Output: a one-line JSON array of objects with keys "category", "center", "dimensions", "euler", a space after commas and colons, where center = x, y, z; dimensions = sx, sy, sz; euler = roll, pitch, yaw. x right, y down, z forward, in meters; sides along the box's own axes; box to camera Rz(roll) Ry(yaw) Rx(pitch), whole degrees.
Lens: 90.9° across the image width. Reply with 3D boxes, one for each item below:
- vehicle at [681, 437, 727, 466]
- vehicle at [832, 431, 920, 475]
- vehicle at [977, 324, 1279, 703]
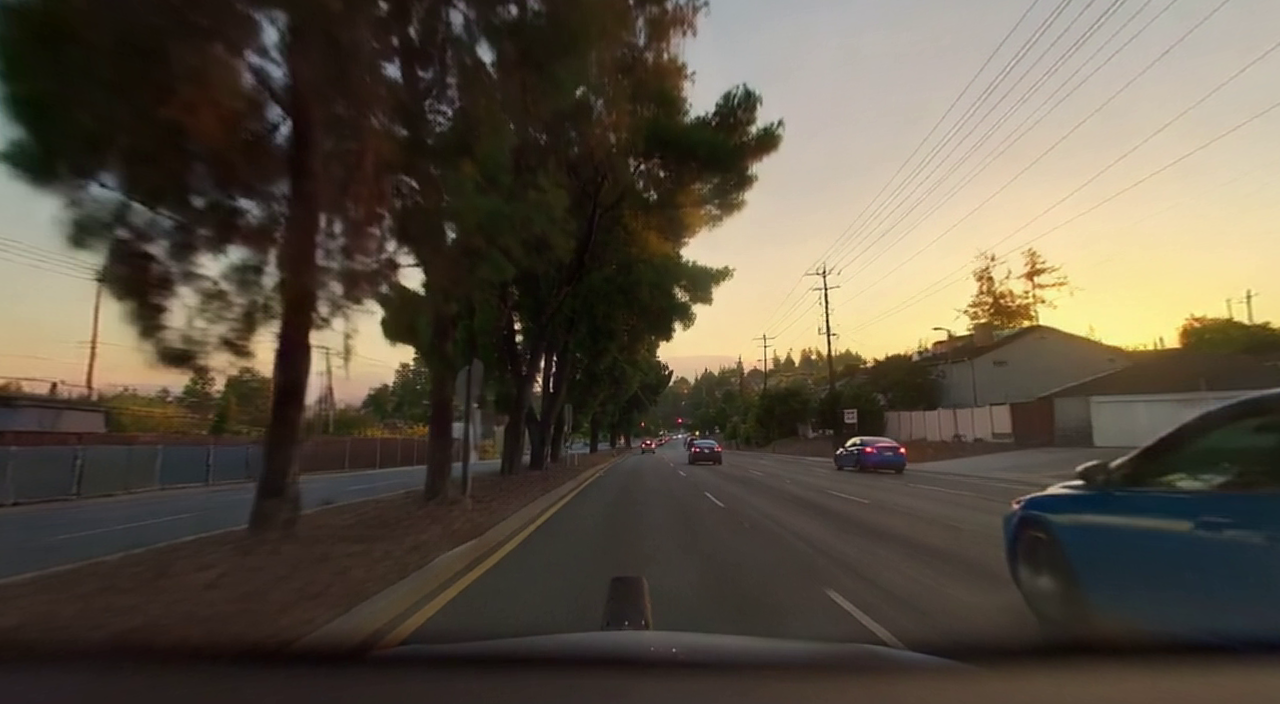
[{"category": "vehicle", "center": [3.489, 5.508, 34.952], "dimensions": [2.063, 1.481, 4.247], "euler": [0, -8, 0]}, {"category": "vehicle", "center": [9.936, 4.294, 26.942], "dimensions": [1.978, 1.700, 4.461], "euler": [0, -8, 0]}, {"category": "vehicle", "center": [3.626, 0.757, 2.376], "dimensions": [2.176, 1.752, 4.628], "euler": [0, -8, 1]}]
